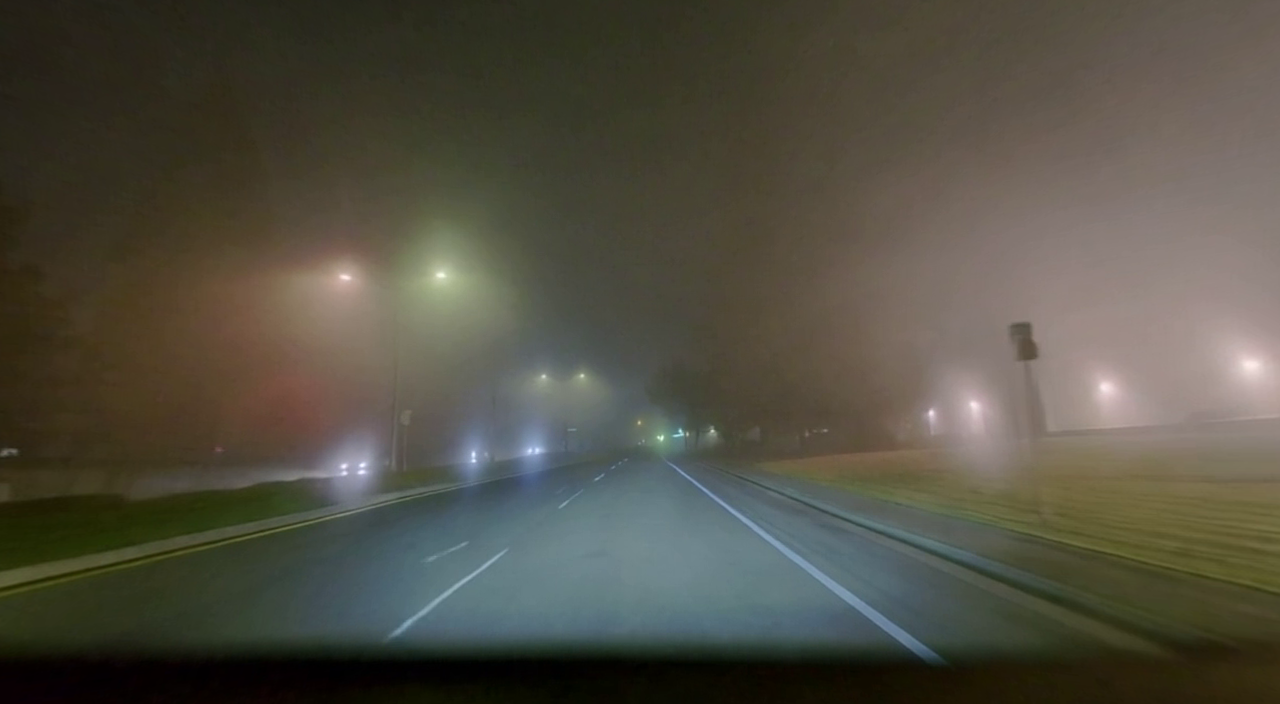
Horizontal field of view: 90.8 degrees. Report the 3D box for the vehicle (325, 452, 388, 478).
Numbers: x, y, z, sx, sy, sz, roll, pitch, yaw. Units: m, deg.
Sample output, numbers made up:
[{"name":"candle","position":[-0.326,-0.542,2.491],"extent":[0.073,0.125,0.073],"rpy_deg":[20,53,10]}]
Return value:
[{"name":"vehicle","position":[-18.071,7.193,40.497],"extent":[1.846,1.515,4.538],"rpy_deg":[0,-8,1]}]
